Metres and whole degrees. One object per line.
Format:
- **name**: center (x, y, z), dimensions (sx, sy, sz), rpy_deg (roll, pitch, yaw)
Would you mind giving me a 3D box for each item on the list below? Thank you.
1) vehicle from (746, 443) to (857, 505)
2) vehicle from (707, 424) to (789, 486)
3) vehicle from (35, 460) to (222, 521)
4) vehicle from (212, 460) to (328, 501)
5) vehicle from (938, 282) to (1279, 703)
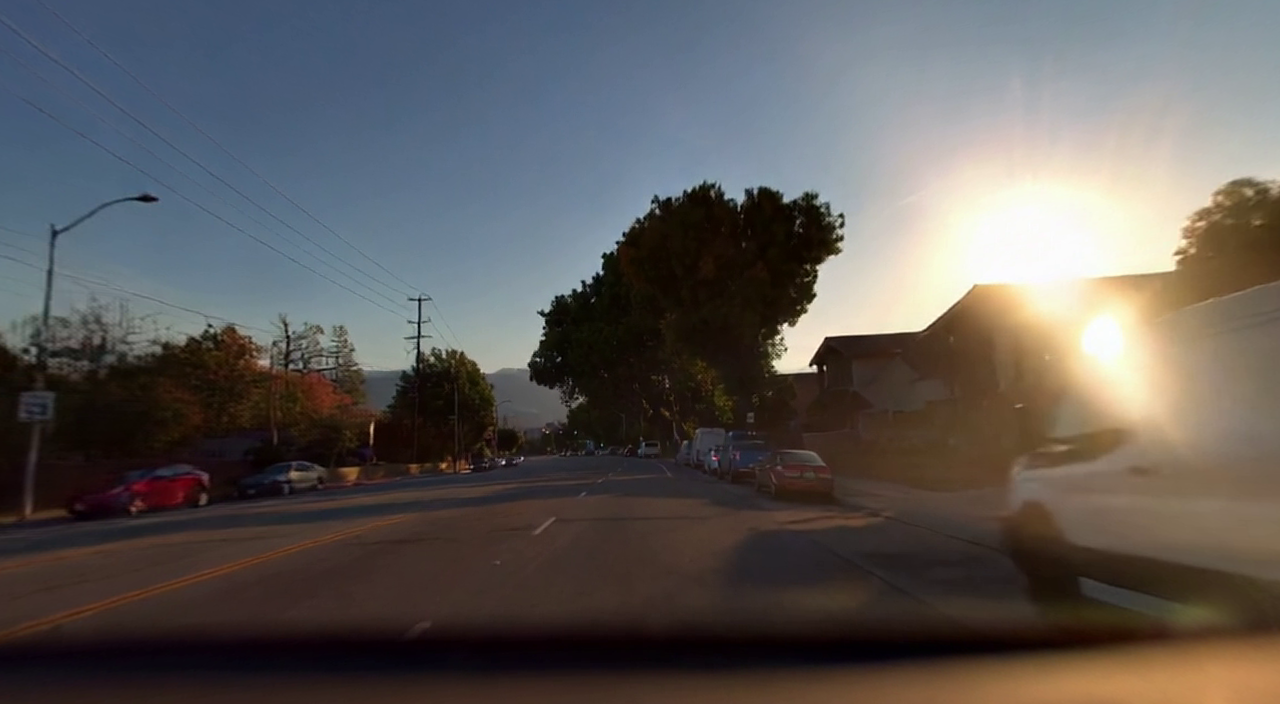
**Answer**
- **vehicle**: center (4.238, 3.258, 17.267), dimensions (1.804, 1.432, 4.594), rpy_deg (0, -9, 0)
- **vehicle**: center (4.132, 4.083, 25.120), dimensions (2.293, 2.171, 5.871), rpy_deg (0, -9, 1)
- **vehicle**: center (-15.168, 4.089, 19.023), dimensions (1.992, 1.517, 4.426), rpy_deg (0, -9, -2)
- **vehicle**: center (-15.266, 5.290, 26.279), dimensions (1.944, 1.454, 4.581), rpy_deg (-1, -9, 2)
- **vehicle**: center (3.714, 0.696, 2.232), dimensions (2.372, 2.008, 6.181), rpy_deg (0, -9, 1)
